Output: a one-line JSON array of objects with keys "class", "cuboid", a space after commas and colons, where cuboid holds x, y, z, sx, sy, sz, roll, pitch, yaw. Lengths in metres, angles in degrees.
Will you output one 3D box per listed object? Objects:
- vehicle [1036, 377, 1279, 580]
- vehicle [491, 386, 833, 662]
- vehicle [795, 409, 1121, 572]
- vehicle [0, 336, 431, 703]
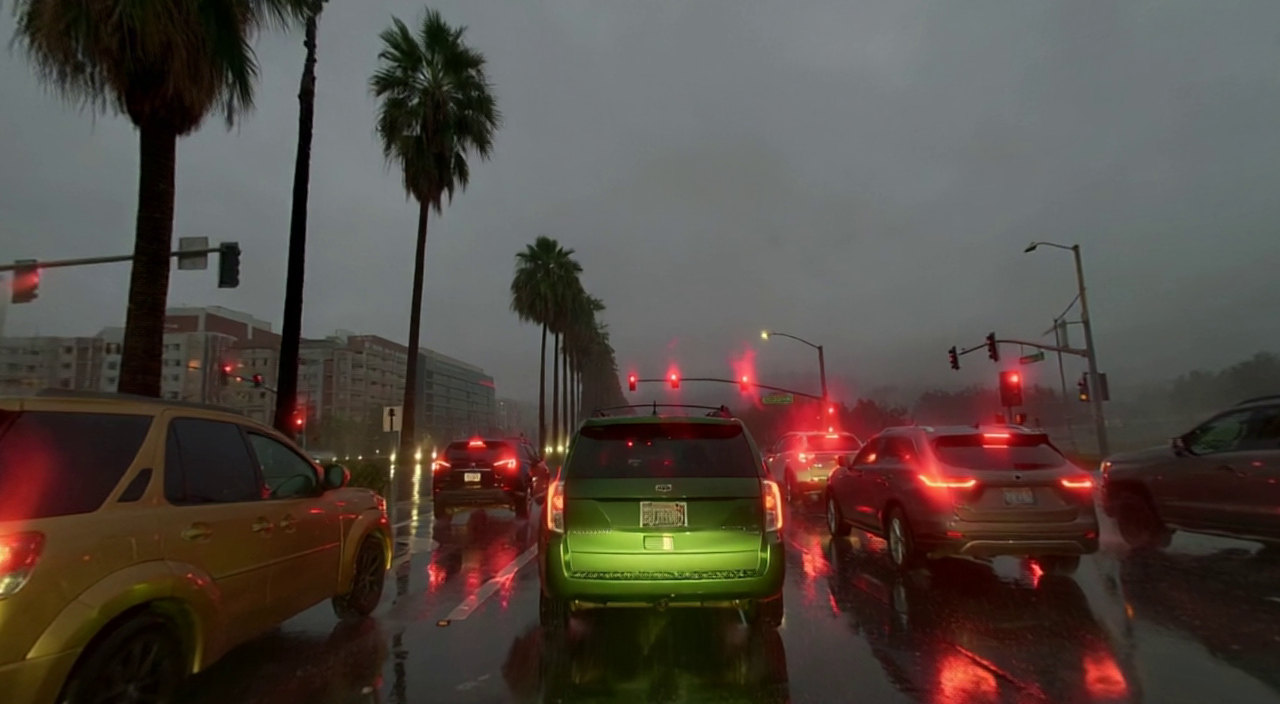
[{"class": "vehicle", "cuboid": [7.336, 1.339, 6.851, 2.337, 1.925, 5.728, 0, -8, 1]}, {"class": "vehicle", "cuboid": [0.171, 1.376, 6.059, 2.123, 1.704, 4.128, 0, -9, 1]}, {"class": "vehicle", "cuboid": [4.011, 1.853, 9.287, 2.072, 1.704, 5.170, 0, -9, -1]}, {"class": "vehicle", "cuboid": [-3.154, 1.089, 3.904, 2.171, 1.702, 4.416, 0, -8, 0]}]
